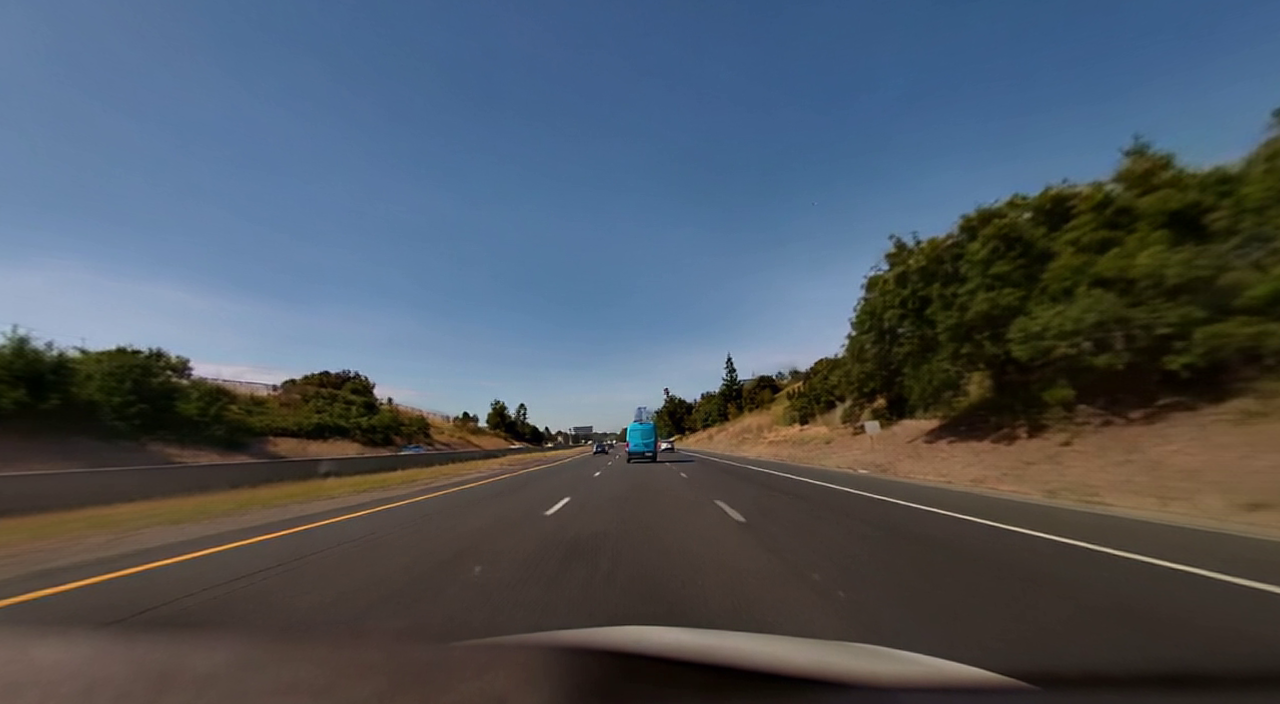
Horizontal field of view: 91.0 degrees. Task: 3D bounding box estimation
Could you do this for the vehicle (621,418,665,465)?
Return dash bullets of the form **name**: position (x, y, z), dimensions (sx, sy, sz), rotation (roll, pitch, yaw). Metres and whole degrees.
- **vehicle**: position (0.136, 5.195, 36.401), dimensions (2.329, 2.483, 5.428), rotation (0, -8, 0)
